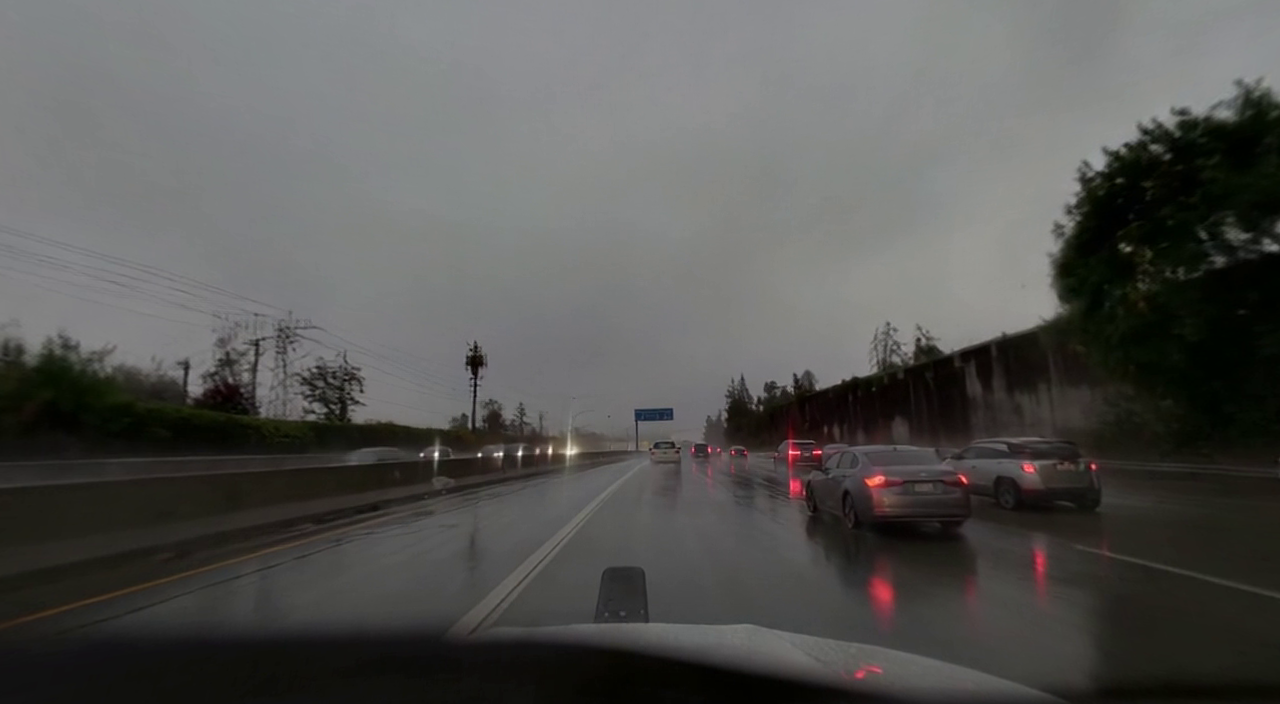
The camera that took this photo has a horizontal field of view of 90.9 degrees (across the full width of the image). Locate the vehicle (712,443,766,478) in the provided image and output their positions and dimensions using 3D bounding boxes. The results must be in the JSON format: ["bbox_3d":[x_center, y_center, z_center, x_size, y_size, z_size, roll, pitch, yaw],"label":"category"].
[{"bbox_3d":[4.483,4.957,29.109,1.936,1.465,4.060,0,-8,1],"label":"vehicle"}]

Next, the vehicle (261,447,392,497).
[{"bbox_3d":[-9.580,3.669,19.702,1.892,1.385,4.029,0,-8,2],"label":"vehicle"}]

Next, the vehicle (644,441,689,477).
[{"bbox_3d":[1.243,5.059,30.083,2.042,1.581,3.769,0,-8,2],"label":"vehicle"}]

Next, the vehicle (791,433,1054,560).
[{"bbox_3d":[3.880,2.036,9.725,1.986,1.478,4.429,0,-8,0],"label":"vehicle"}]

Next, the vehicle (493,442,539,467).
[{"bbox_3d":[-8.614,7.111,44.070,2.035,1.654,4.342,-1,-8,4],"label":"vehicle"}]
